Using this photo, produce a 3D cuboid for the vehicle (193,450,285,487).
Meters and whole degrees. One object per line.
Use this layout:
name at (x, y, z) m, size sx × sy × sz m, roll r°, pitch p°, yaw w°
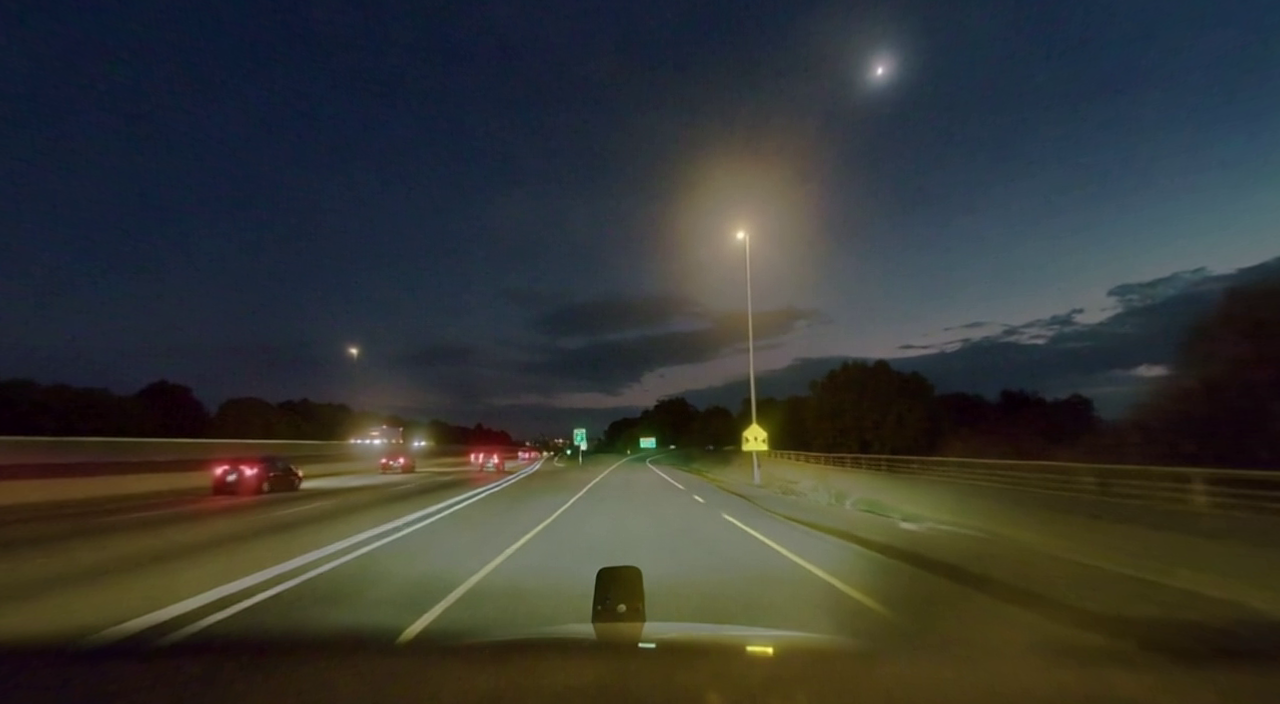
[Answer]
vehicle at (-20.112, 5.866, 31.817) m, size 2.093 × 1.735 × 4.285 m, roll 1°, pitch -10°, yaw -5°
